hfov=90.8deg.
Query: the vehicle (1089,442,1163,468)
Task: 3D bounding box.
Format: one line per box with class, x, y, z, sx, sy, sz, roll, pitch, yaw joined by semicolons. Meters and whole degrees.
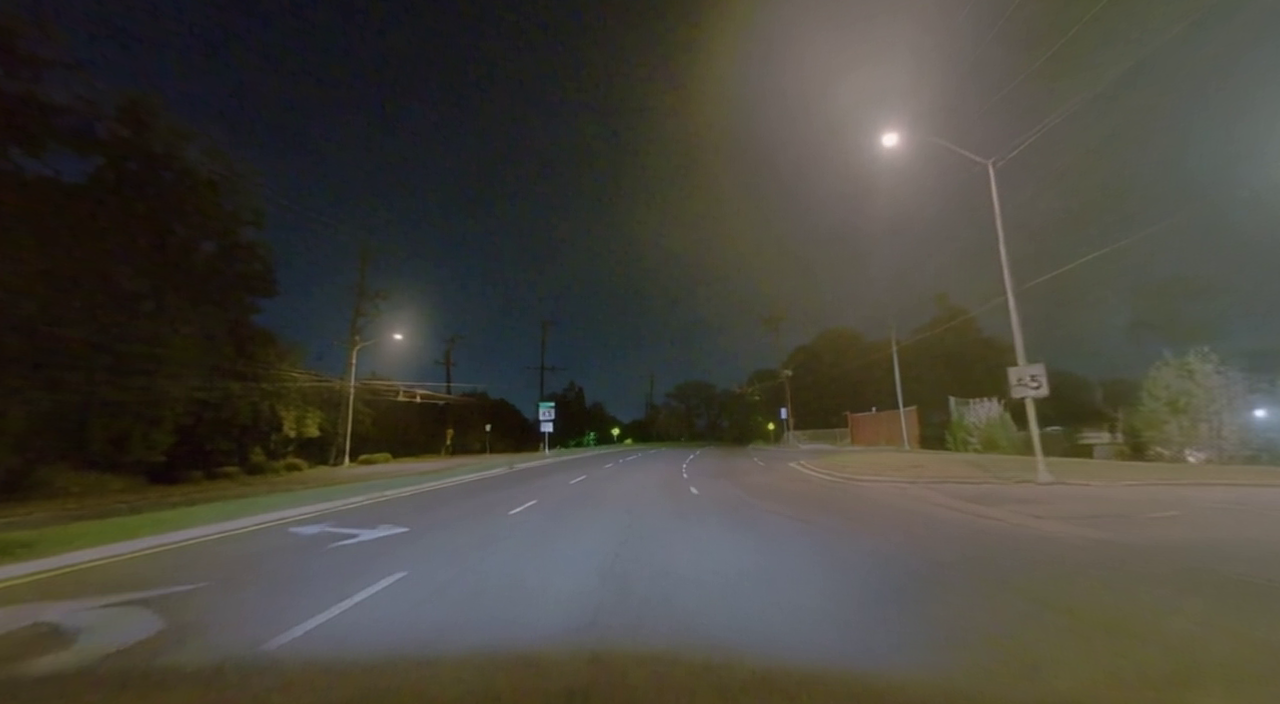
vehicle;31.143;6.680;40.685;1.807;1.443;4.905;-1;-11;13
